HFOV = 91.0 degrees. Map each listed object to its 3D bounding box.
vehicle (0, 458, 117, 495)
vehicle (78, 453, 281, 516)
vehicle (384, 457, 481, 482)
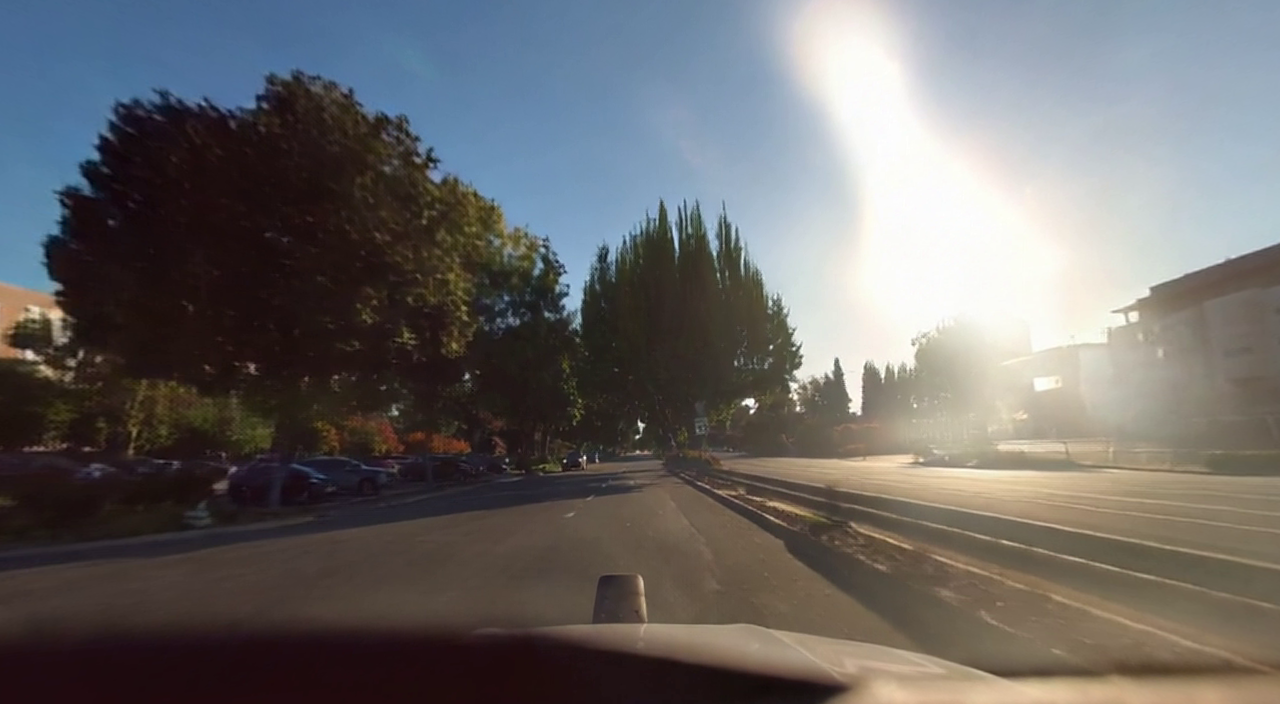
[{"bbox_3d":[-26.614,5.463,27.799,5.024,1.494,2.242,0,-8,0],"label":"vehicle"},{"bbox_3d":[-13.569,3.911,18.779,4.422,1.694,2.026,0,-8,1],"label":"vehicle"},{"bbox_3d":[-12.809,7.269,39.044,5.300,1.432,1.951,1,-9,0],"label":"vehicle"}]
